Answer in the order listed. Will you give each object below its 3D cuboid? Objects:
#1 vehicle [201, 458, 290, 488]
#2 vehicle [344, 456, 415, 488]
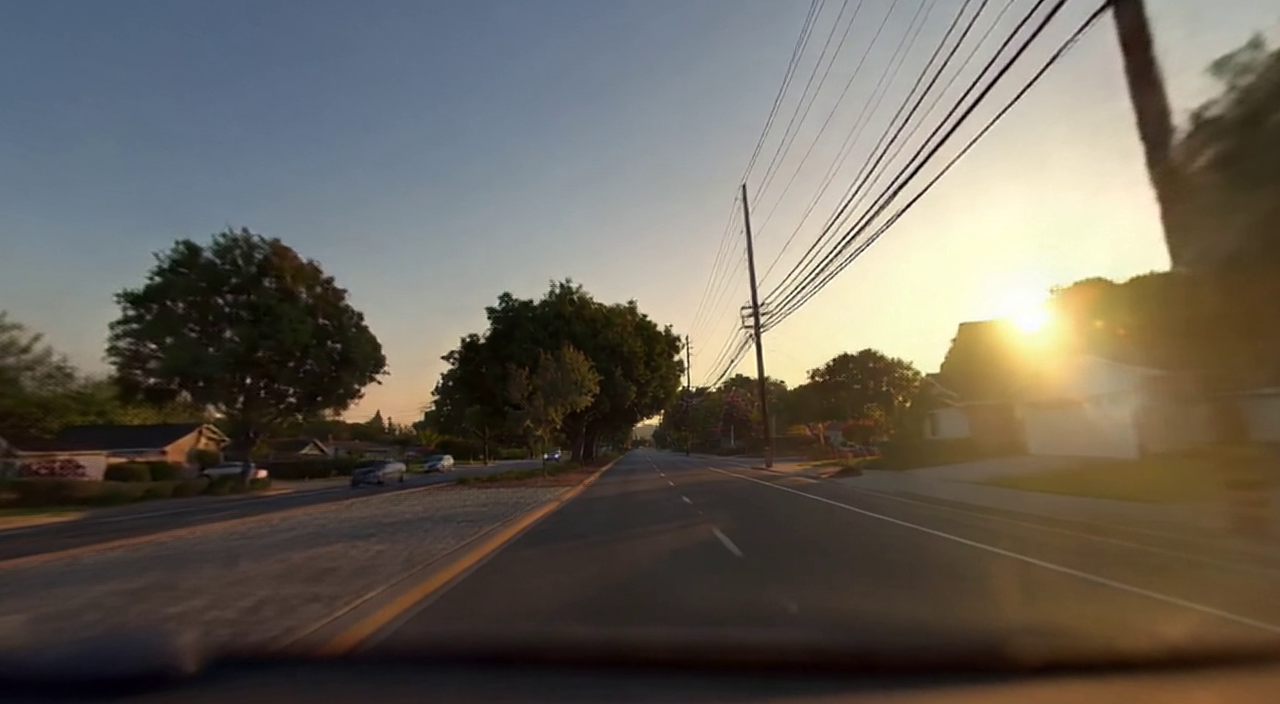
[{"bbox_3d":[-27.656,8.472,44.403,4.922,1.669,2.034,-4,-9,-4],"label":"vehicle"},{"bbox_3d":[-13.489,6.215,33.030,1.897,1.451,4.298,-2,-9,0],"label":"vehicle"}]
